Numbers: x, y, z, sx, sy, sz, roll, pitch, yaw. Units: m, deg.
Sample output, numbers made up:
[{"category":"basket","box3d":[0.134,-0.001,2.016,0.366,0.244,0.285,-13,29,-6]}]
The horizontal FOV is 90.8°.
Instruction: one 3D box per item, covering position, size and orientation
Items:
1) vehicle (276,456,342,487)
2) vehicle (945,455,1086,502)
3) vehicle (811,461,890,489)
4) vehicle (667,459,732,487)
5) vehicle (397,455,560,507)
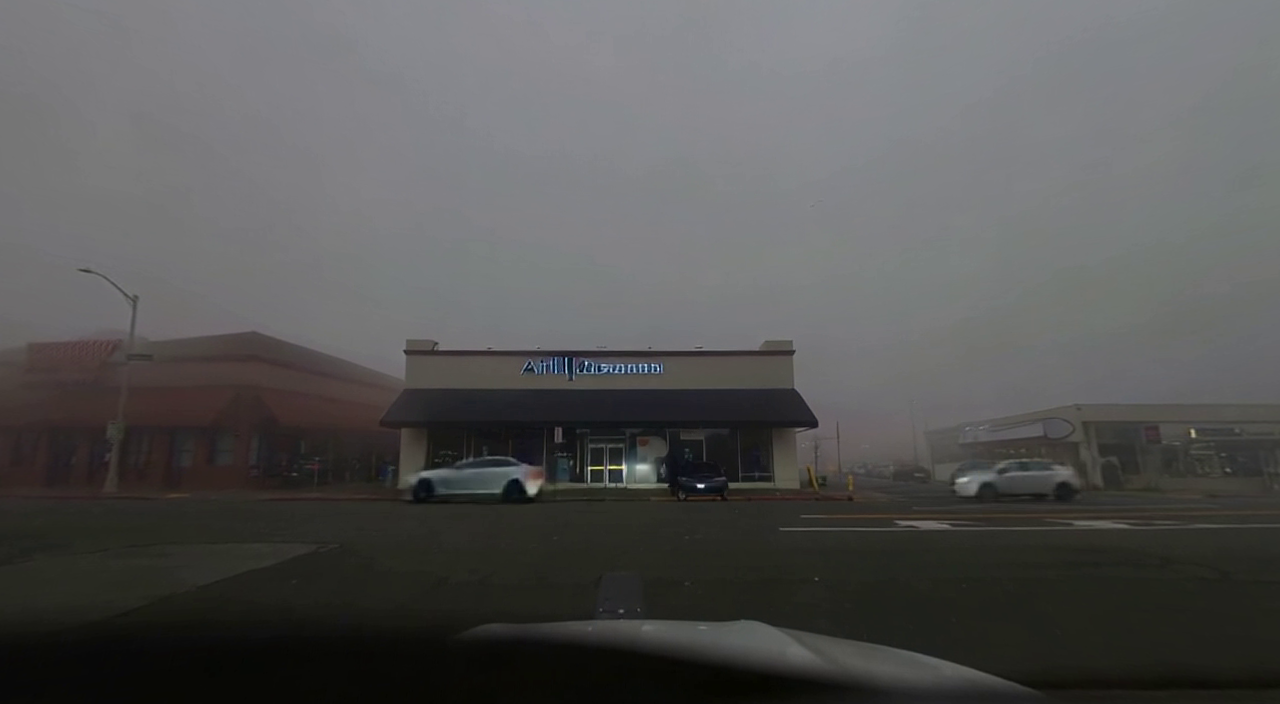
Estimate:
[{"category":"vehicle","box3d":[-20.006,7.162,38.089,4.596,1.680,1.936,-7,-11,41]},{"category":"vehicle","box3d":[13.784,4.623,23.342,4.073,1.609,1.813,1,-9,-4]},{"category":"vehicle","box3d":[12.997,7.581,39.230,1.791,1.453,4.593,5,-10,-29]},{"category":"vehicle","box3d":[3.610,7.495,39.404,1.812,1.468,4.519,5,-10,-28]},{"category":"vehicle","box3d":[-4.847,3.945,19.601,4.661,1.478,1.878,1,-9,-7]}]
